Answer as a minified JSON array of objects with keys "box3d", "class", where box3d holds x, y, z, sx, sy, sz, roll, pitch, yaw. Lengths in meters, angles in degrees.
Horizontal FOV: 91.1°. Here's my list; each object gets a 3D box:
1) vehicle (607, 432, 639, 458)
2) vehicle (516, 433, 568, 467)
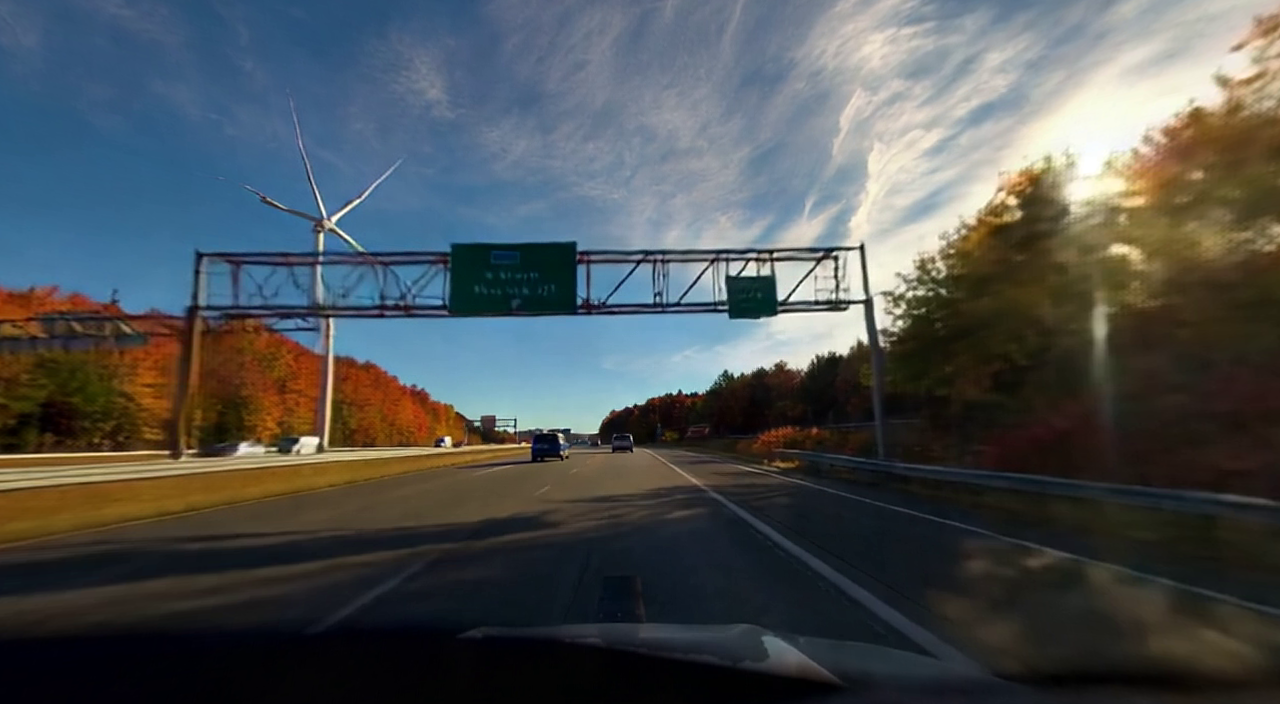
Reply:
[{"box3d":[-1.214,6.840,46.415,2.213,1.774,4.563,0,-8,-1],"class":"vehicle"},{"box3d":[-5.009,5.026,32.621,2.062,1.622,4.153,0,-8,-1],"class":"vehicle"}]
